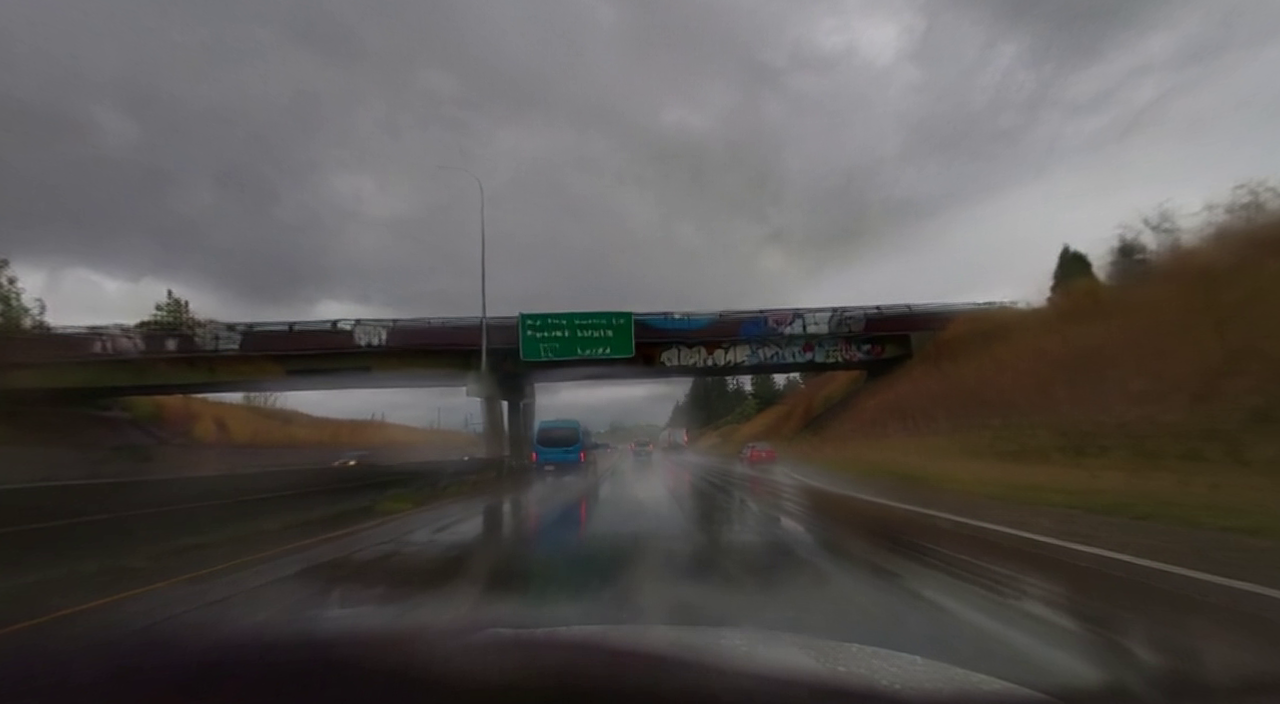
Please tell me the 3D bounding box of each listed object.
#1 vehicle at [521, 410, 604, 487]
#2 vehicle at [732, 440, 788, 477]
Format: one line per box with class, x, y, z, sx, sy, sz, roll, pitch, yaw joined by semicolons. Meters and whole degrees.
vehicle;-2.860;3.800;24.831;2.451;2.627;5.868;0;-9;1
vehicle;5.764;5.180;30.719;1.936;1.664;4.198;0;-9;1
